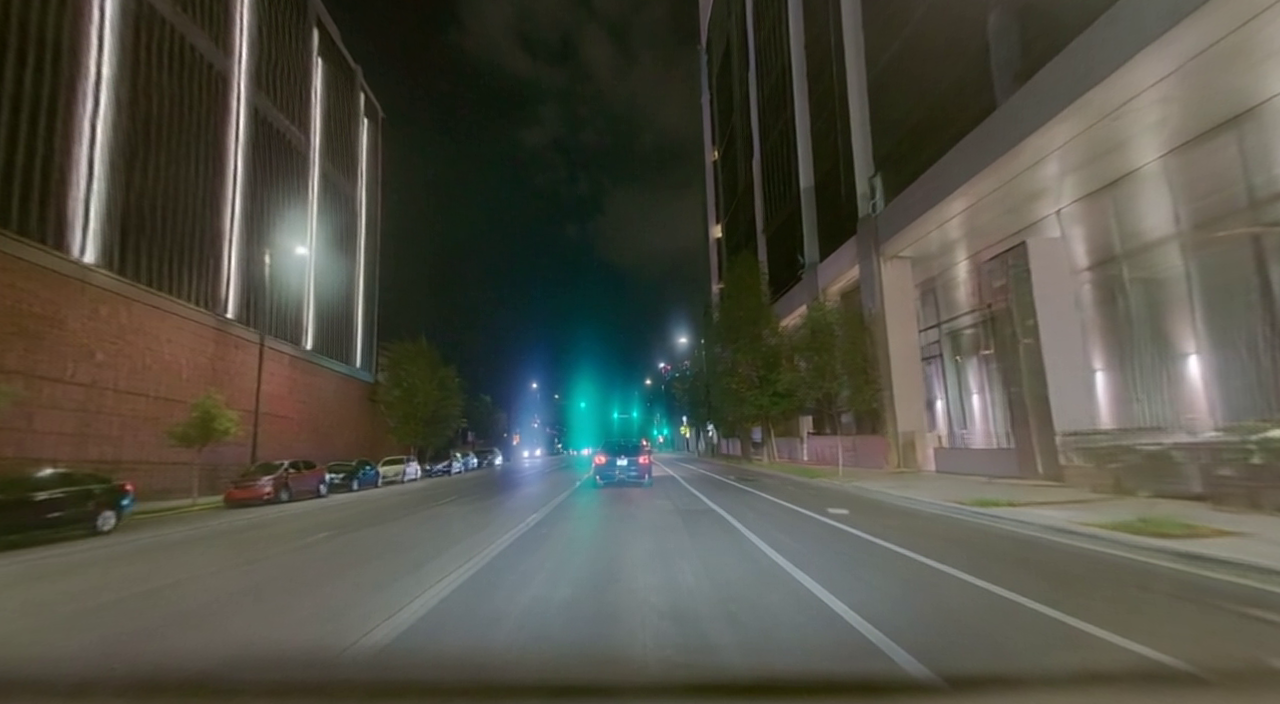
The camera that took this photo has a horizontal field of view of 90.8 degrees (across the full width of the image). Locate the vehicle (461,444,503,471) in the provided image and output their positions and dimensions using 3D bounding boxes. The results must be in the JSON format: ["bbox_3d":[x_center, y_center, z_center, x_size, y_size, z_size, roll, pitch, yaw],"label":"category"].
[{"bbox_3d":[-12.146,8.133,48.929,2.090,1.784,4.832,-4,-8,-2],"label":"vehicle"}]

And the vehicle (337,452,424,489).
[{"bbox_3d":[-11.850,5.416,29.273,1.991,1.507,4.879,0,-8,0],"label":"vehicle"}]

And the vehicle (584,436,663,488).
[{"bbox_3d":[-0.493,3.466,20.269,2.269,1.479,3.980,0,-8,-1],"label":"vehicle"}]

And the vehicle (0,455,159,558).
[{"bbox_3d":[-11.896,2.865,12.104,1.881,1.686,4.451,0,-8,-1],"label":"vehicle"}]

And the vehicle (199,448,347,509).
[{"bbox_3d":[-11.982,4.110,21.112,2.077,1.732,4.704,0,-8,0],"label":"vehicle"}]

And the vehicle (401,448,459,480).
[{"bbox_3d":[-12.158,6.473,36.834,1.976,1.577,4.091,-4,-8,-1],"label":"vehicle"}]
